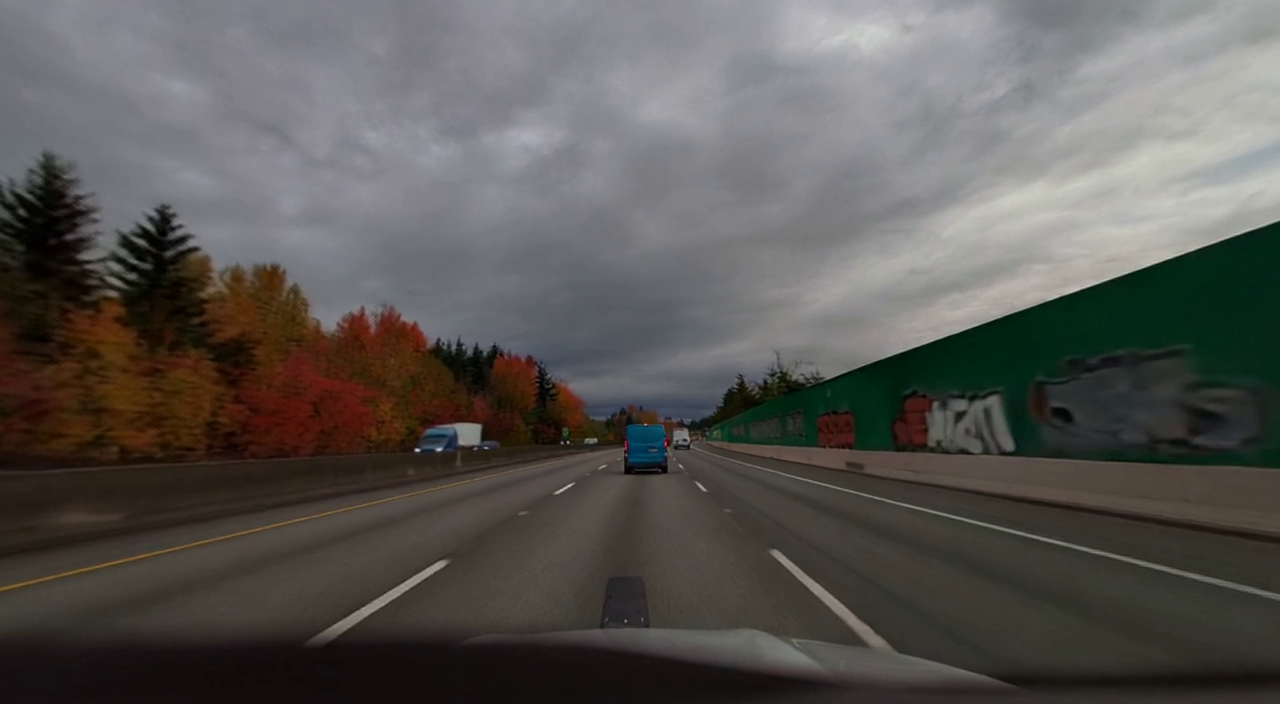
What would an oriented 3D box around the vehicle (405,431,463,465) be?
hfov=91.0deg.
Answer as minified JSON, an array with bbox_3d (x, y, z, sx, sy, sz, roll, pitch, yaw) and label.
[{"bbox_3d":[-16.241,7.596,49.880,2.401,2.471,5.918,0,-8,2],"label":"vehicle"}]

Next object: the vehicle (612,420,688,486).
[{"bbox_3d":[0.291,3.335,21.076,2.283,1.956,4.421,0,-8,0],"label":"vehicle"}]
